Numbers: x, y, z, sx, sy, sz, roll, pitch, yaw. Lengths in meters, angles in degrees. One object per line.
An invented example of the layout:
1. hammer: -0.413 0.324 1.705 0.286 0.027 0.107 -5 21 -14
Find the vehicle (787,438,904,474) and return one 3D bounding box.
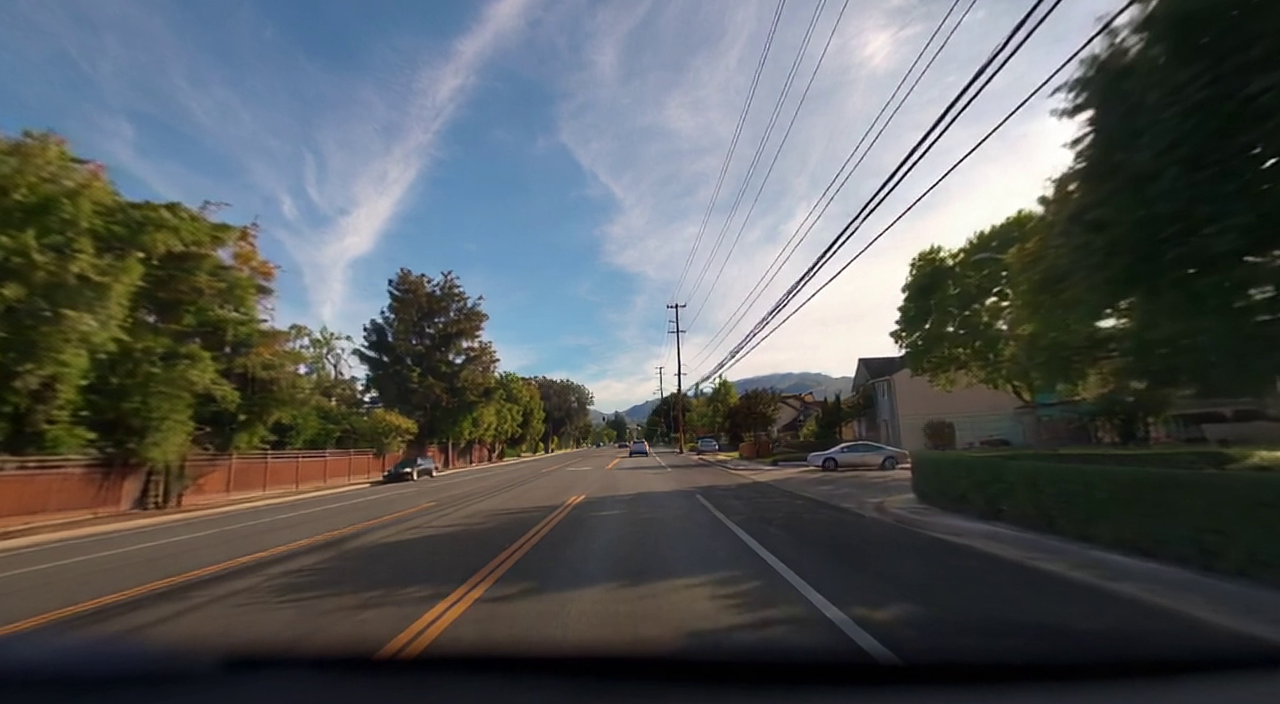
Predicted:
1. vehicle: 8.761 4.475 27.209 4.487 1.461 1.874 -1 -9 8

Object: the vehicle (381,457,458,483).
1. vehicle: -12.187 6.548 35.118 2.530 1.265 4.495 -1 -8 2
